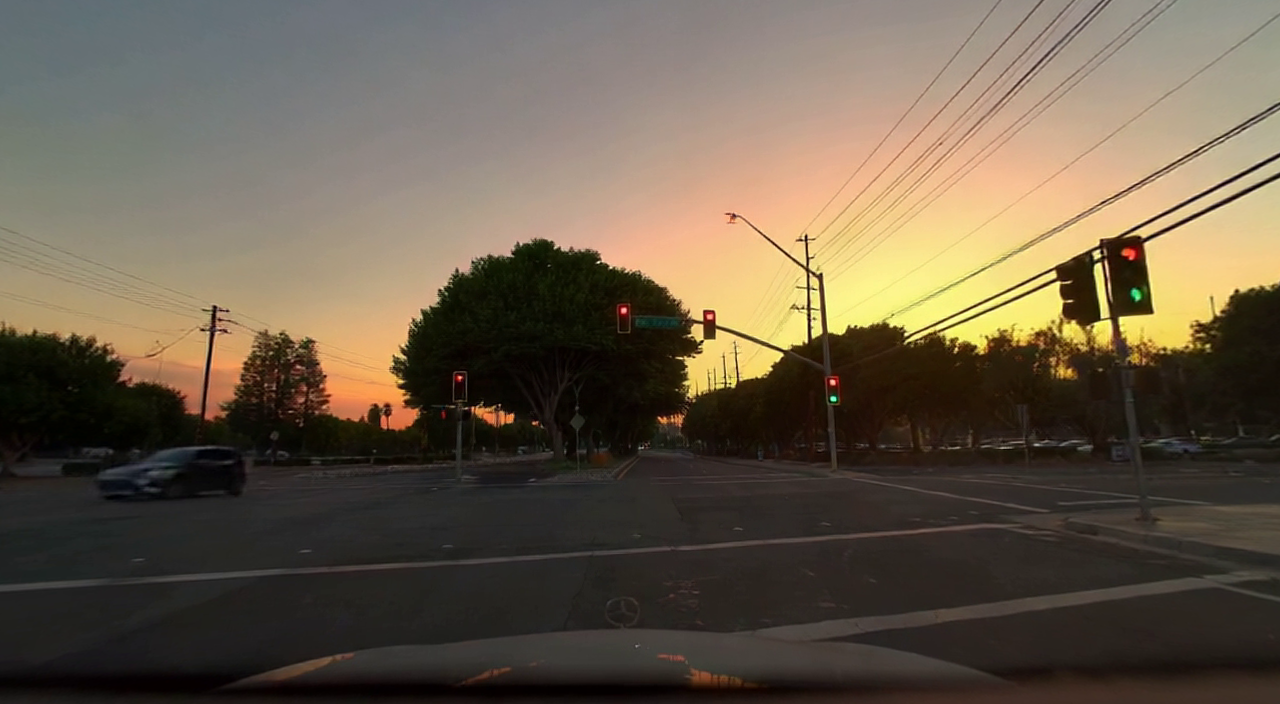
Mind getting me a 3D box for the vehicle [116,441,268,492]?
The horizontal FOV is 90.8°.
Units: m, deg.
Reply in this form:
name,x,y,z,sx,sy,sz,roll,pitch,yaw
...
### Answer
name,x,y,z,sx,sy,sz,roll,pitch,yaw
vehicle,-15.073,3.833,21.608,1.893,1.547,4.283,-1,-8,3
